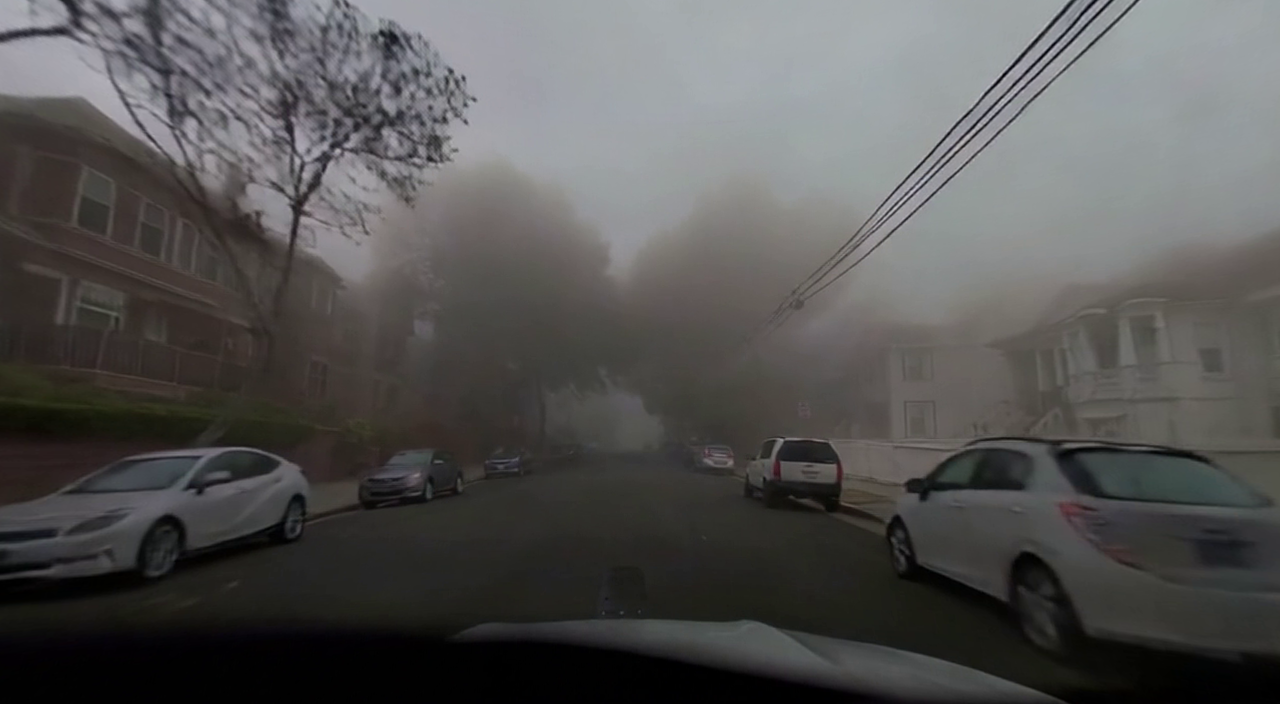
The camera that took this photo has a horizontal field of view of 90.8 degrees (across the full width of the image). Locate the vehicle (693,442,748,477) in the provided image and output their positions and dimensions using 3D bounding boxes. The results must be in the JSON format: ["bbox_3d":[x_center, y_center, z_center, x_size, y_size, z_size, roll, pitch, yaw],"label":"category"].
[{"bbox_3d":[3.658,4.981,29.570,1.968,1.505,4.368,0,-9,0],"label":"vehicle"}]

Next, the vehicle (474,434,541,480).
[{"bbox_3d":[-5.984,4.813,29.038,2.106,1.760,4.573,-4,-9,-2],"label":"vehicle"}]

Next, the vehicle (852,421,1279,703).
[{"bbox_3d":[3.485,1.388,5.065,1.881,1.482,4.531,0,-9,-2],"label":"vehicle"}]

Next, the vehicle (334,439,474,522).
[{"bbox_3d":[-5.893,3.183,16.396,1.901,1.475,4.425,-5,-5,0],"label":"vehicle"}]

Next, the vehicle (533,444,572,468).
[{"bbox_3d":[-5.831,6.950,42.518,1.998,1.485,4.476,0,-9,0],"label":"vehicle"}]

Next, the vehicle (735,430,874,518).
[{"bbox_3d":[3.479,2.667,14.336,1.950,1.647,4.425,0,-9,0],"label":"vehicle"}]

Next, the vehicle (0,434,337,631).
[{"bbox_3d":[-5.772,1.859,7.657,1.947,1.551,4.552,-4,-7,1],"label":"vehicle"}]
